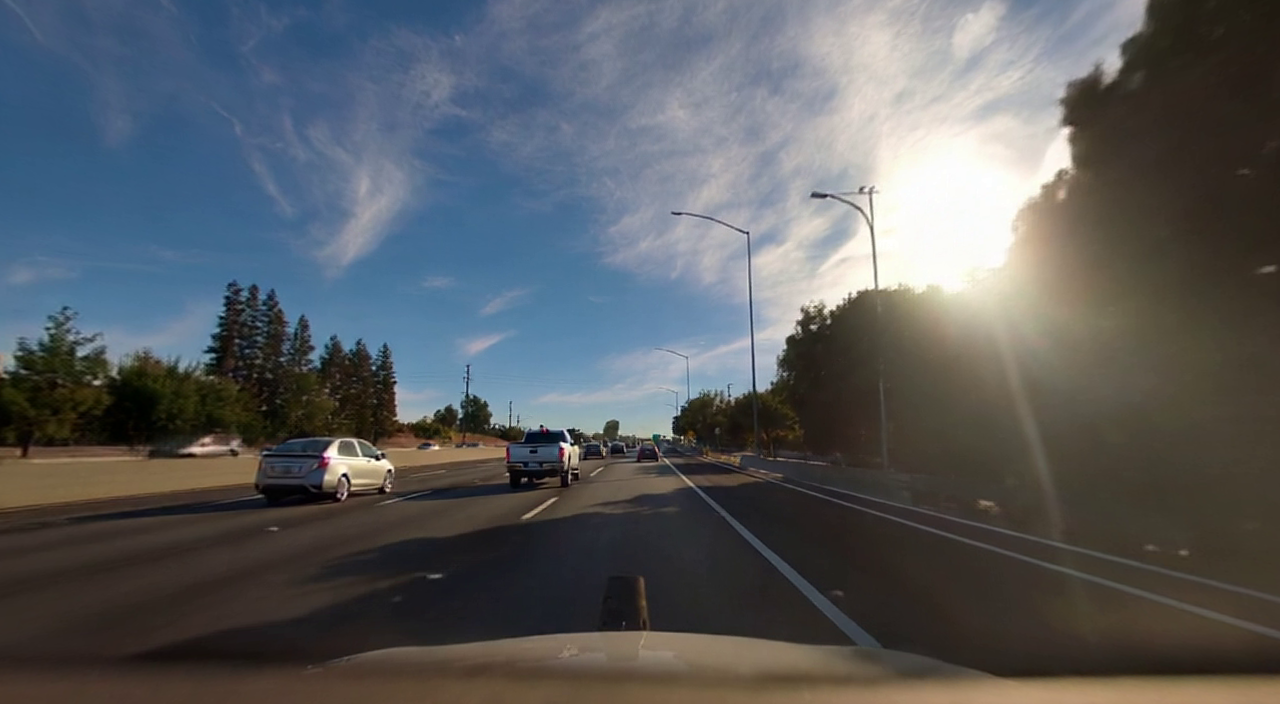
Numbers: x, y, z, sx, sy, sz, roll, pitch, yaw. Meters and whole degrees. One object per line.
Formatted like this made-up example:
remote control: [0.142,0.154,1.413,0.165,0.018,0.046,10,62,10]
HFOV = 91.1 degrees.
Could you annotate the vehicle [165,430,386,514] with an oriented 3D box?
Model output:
vehicle: [-7.390,2.459,13.405,1.964,1.481,4.425,0,-8,1]

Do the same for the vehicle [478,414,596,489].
vehicle: [-3.129,3.292,21.010,2.815,2.092,6.526,0,-8,1]

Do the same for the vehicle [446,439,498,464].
vehicle: [-10.453,6.192,39.374,1.915,1.472,4.502,0,-8,2]

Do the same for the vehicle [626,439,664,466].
vehicle: [0.314,5.714,35.836,2.013,1.444,4.447,0,-8,1]
